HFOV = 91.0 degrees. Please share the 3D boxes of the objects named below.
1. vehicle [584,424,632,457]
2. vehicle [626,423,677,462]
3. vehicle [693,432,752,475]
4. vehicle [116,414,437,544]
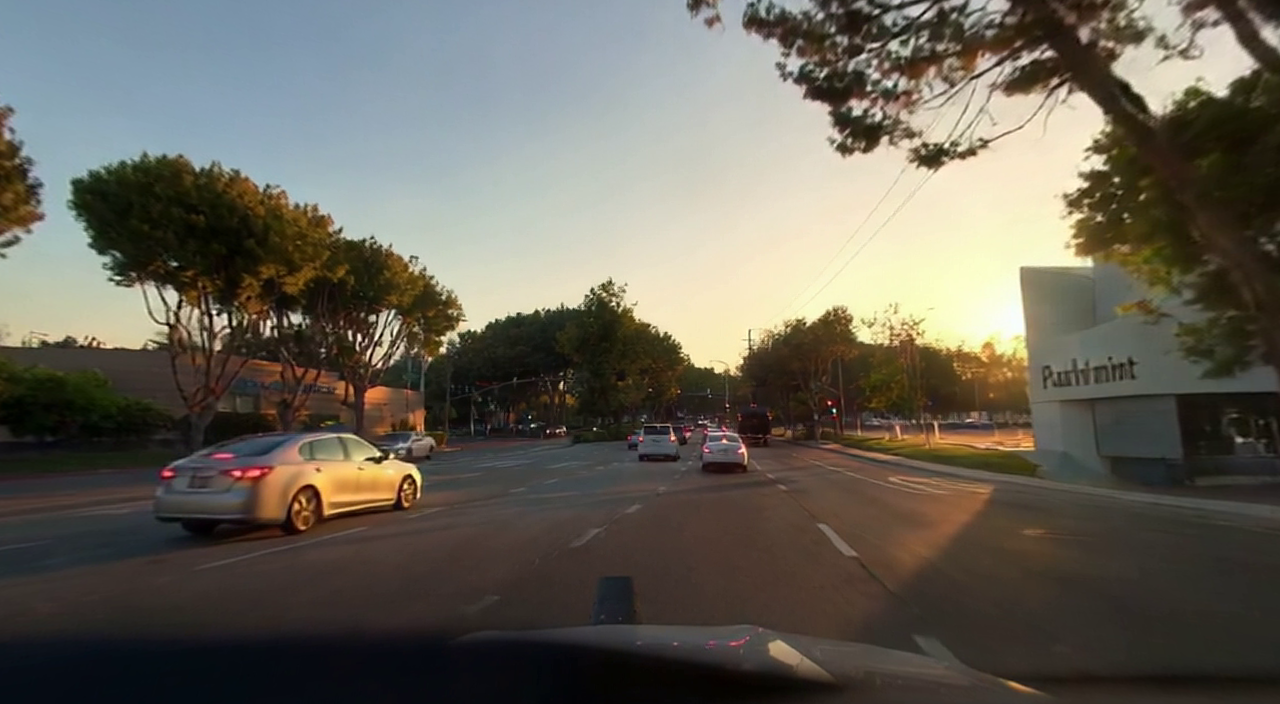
[{"bbox_3d":[-1.807,5.273,37.374,2.078,1.787,5.006,-1,-9,6],"label":"vehicle"},{"bbox_3d":[0.681,4.751,33.062,2.188,1.892,4.488,-1,-9,7],"label":"vehicle"},{"bbox_3d":[3.282,3.987,24.920,2.109,1.500,4.585,-1,-9,8],"label":"vehicle"},{"bbox_3d":[-5.033,1.816,9.594,2.010,1.515,4.152,-1,-9,8],"label":"vehicle"}]
